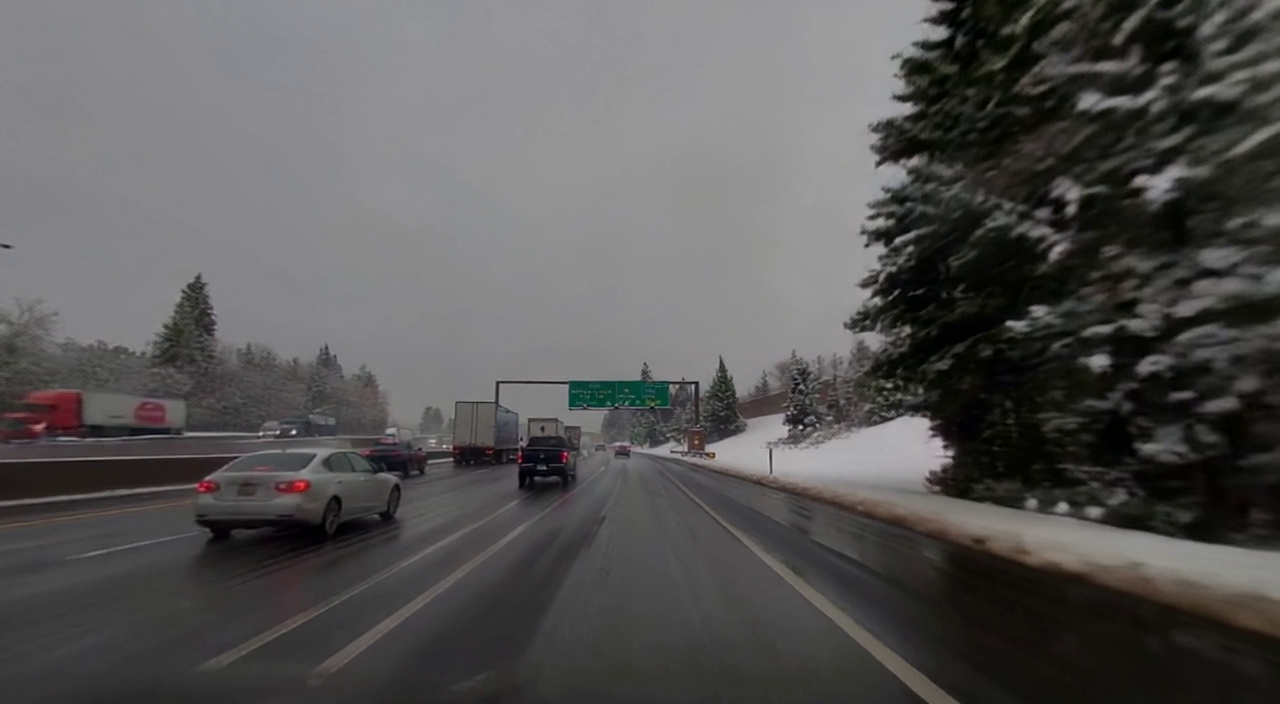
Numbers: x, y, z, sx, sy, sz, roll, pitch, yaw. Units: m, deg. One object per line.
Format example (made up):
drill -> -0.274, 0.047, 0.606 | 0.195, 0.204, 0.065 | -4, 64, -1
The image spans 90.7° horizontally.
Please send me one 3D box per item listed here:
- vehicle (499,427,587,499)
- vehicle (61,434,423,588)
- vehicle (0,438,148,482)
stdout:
vehicle -> -2.659, 3.193, 18.642 | 2.093, 1.785, 5.303 | 0, -8, -4
vehicle -> -4.598, 1.859, 8.404 | 1.932, 1.445, 4.625 | 0, -8, -2
vehicle -> -21.624, 4.092, 24.277 | 1.968, 1.477, 4.594 | 0, -8, -3
